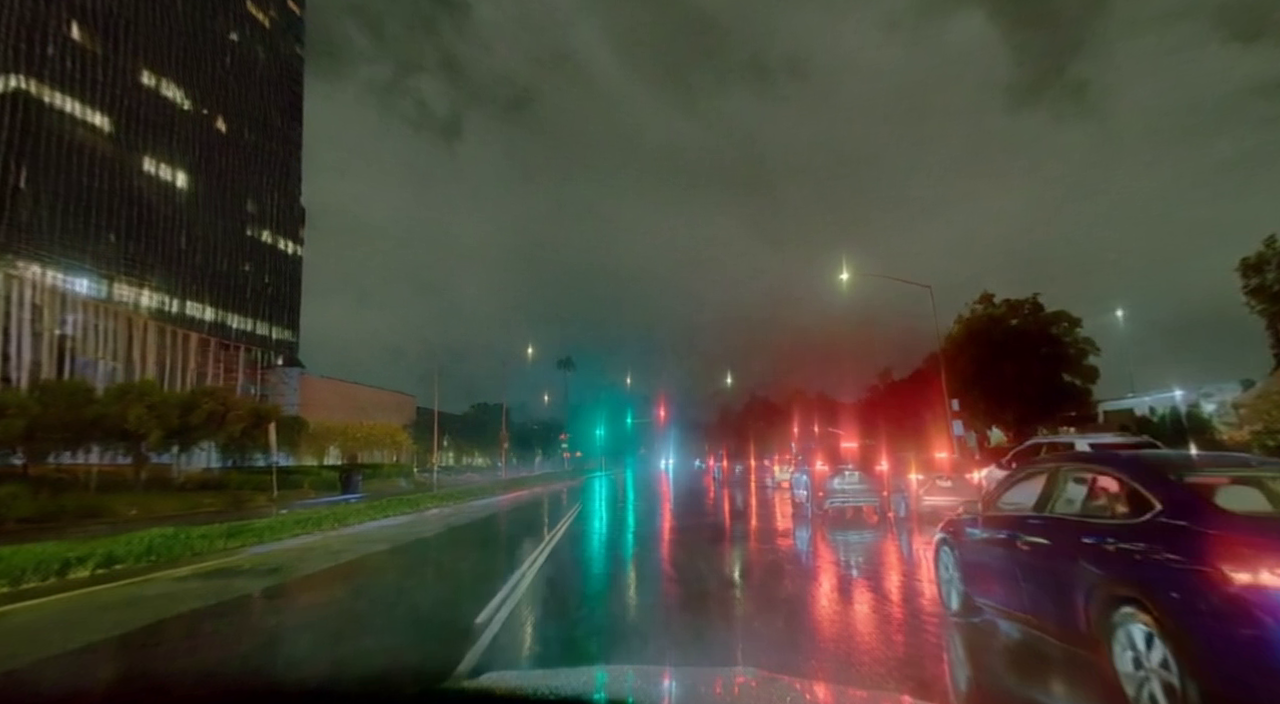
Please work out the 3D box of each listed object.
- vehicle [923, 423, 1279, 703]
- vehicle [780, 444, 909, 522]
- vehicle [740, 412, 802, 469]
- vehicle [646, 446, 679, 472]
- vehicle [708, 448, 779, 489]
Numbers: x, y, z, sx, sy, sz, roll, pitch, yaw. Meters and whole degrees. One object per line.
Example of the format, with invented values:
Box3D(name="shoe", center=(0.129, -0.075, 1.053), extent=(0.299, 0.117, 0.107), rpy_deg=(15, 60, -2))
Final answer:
Box3D(name="vehicle", center=(3.250, 1.192, 3.434), extent=(2.032, 1.490, 3.871), rpy_deg=(-1, -9, 8))
Box3D(name="vehicle", center=(4.829, 3.108, 15.697), extent=(2.089, 1.609, 4.922), rpy_deg=(-1, -9, 7))
Box3D(name="vehicle", center=(9.379, 6.626, 46.760), extent=(3.128, 3.616, 13.736), rpy_deg=(-1, -9, 6))
Box3D(name="vehicle", center=(1.632, 7.433, 44.066), extent=(2.121, 1.728, 4.161), rpy_deg=(-1, -9, 5))
Box3D(name="vehicle", center=(4.286, 4.872, 26.697), extent=(2.183, 1.553, 3.923), rpy_deg=(0, -9, -2))
